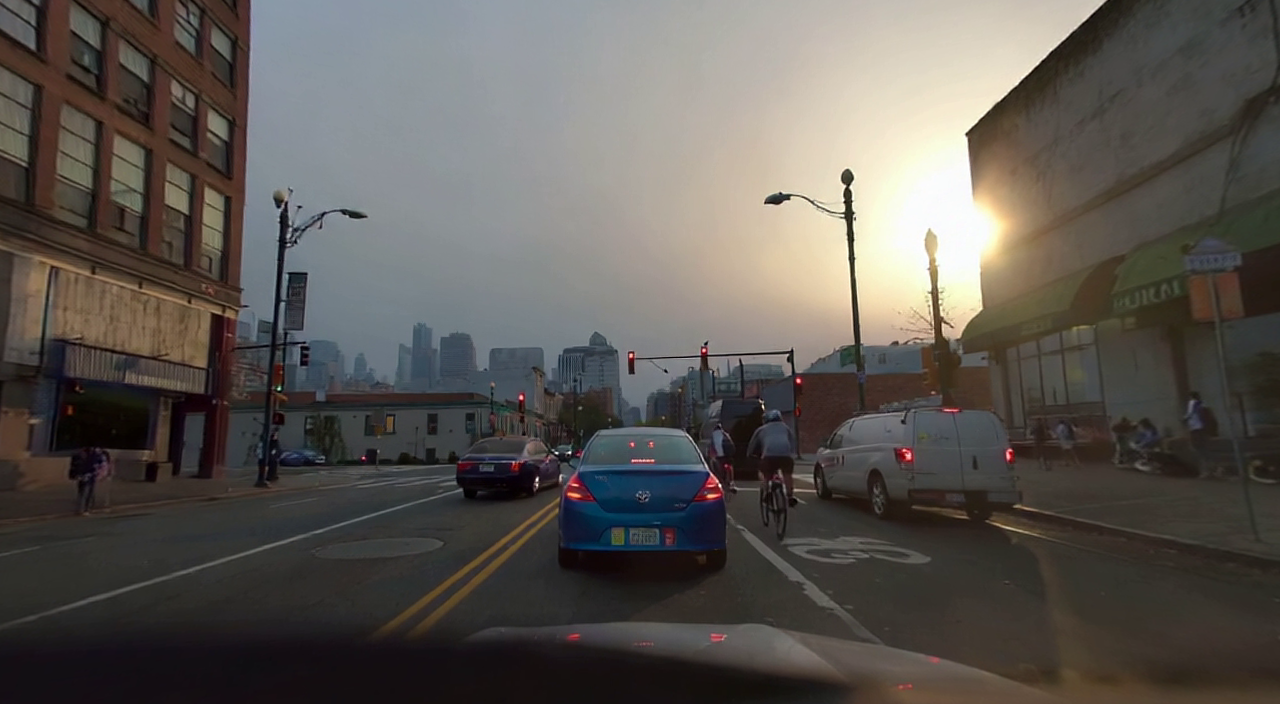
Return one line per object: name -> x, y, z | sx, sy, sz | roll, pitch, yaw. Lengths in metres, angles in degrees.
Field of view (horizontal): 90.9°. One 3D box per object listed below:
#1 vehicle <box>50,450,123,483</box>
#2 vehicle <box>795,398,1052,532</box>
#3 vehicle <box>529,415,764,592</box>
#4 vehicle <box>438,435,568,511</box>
vehicle -> -31.816, 6.558, 36.375 | 2.264, 1.722, 4.721 | 5, -10, -31
vehicle -> 4.513, 1.916, 11.138 | 2.142, 1.829, 4.767 | 0, -9, -2
vehicle -> 0.032, 1.657, 7.711 | 2.091, 1.557, 4.000 | 0, -9, -1
vehicle -> -2.943, 2.712, 14.634 | 2.039, 1.452, 4.489 | 0, -9, 0
